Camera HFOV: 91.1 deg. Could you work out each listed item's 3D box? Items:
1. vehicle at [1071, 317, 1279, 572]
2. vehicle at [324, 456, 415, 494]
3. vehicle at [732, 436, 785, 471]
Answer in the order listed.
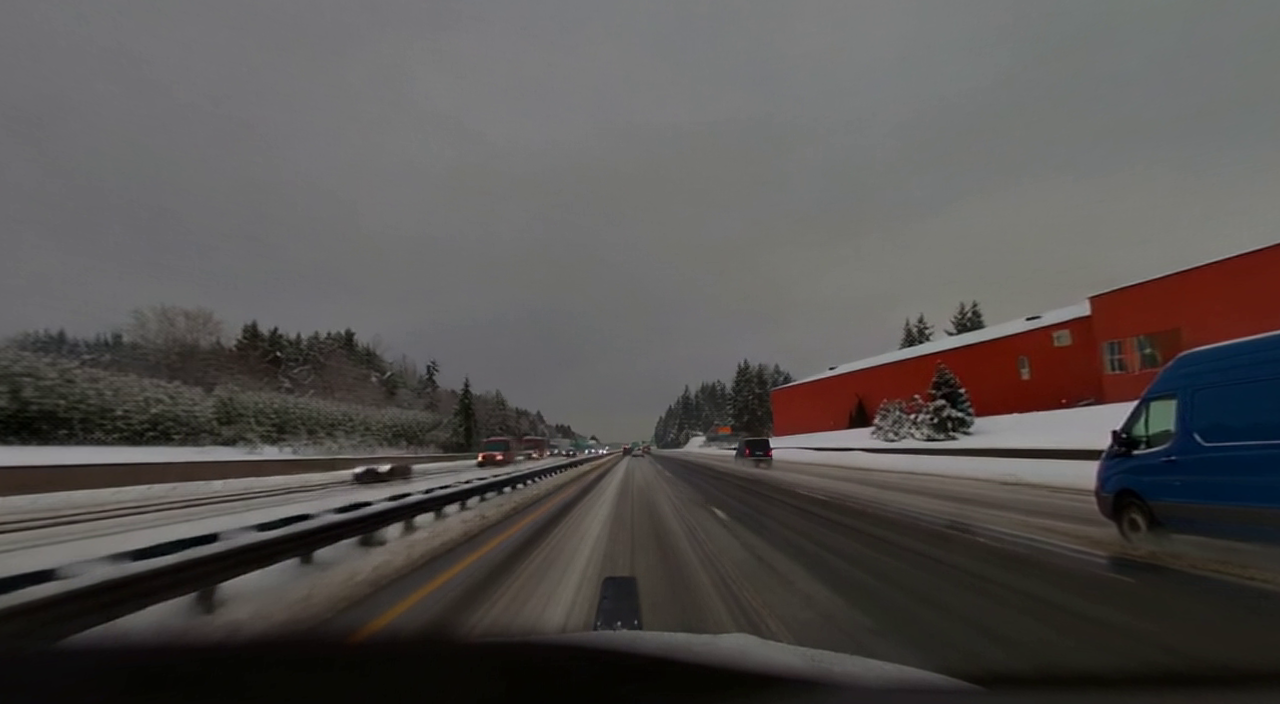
[{"bbox_3d":[7.823,0.954,6.494,2.283,2.631,6.053,0,-9,-1],"label":"vehicle"},{"bbox_3d":[-11.691,5.320,27.561,1.949,1.466,4.651,0,-9,-1],"label":"vehicle"},{"bbox_3d":[7.174,6.229,38.604,2.156,1.943,5.010,0,-9,-1],"label":"vehicle"}]
